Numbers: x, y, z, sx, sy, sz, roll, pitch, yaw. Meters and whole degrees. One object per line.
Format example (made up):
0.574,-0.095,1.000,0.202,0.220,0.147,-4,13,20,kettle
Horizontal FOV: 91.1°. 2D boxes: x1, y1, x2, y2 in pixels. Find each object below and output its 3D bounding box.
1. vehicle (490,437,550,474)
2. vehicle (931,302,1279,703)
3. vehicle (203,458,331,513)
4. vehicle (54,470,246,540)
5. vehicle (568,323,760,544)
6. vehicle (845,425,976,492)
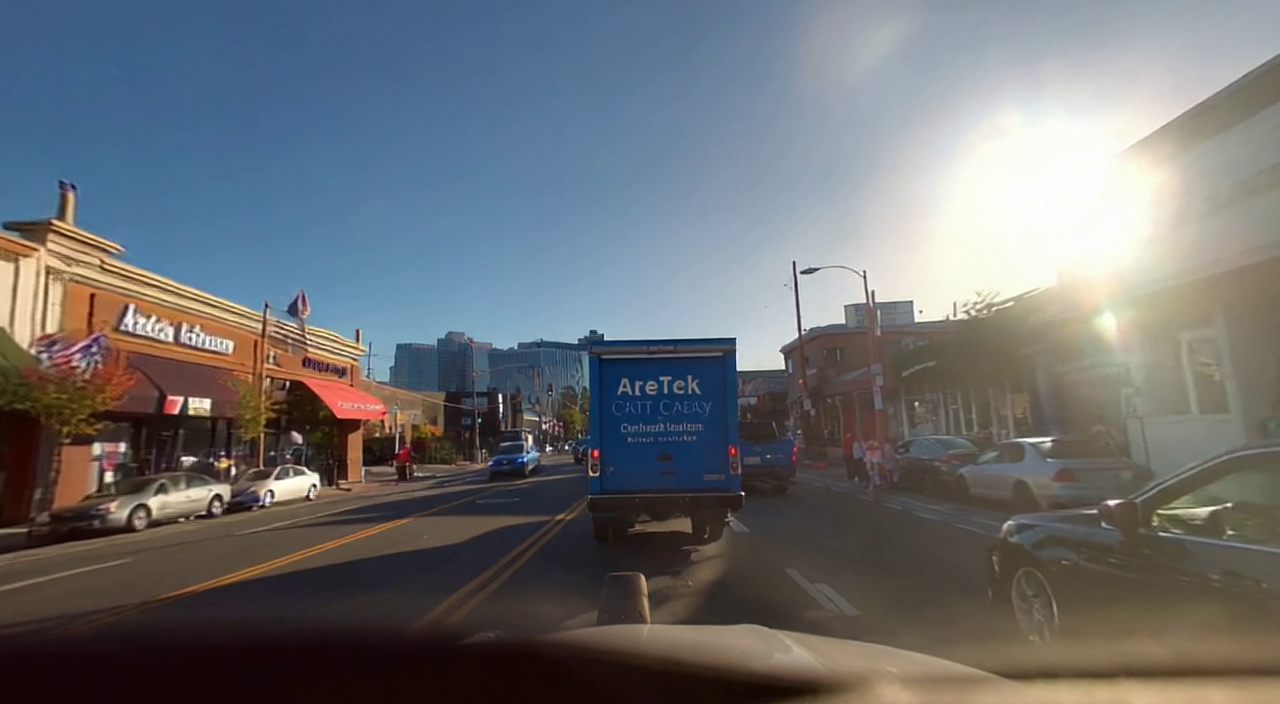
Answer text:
-5.958,5.211,31.687,2.046,1.711,4.320,0,-8,1,vehicle
3.393,0.789,2.754,2.104,1.786,4.498,0,-8,1,vehicle
-13.365,4.759,22.881,1.943,1.682,4.365,0,-8,0,vehicle
-13.479,4.188,17.711,1.901,1.508,4.405,0,-8,-1,vehicle
0.216,1.500,11.446,2.517,2.926,6.177,0,-8,-2,vehicle
7.587,3.029,18.164,1.946,1.680,4.270,0,-8,1,vehicle
